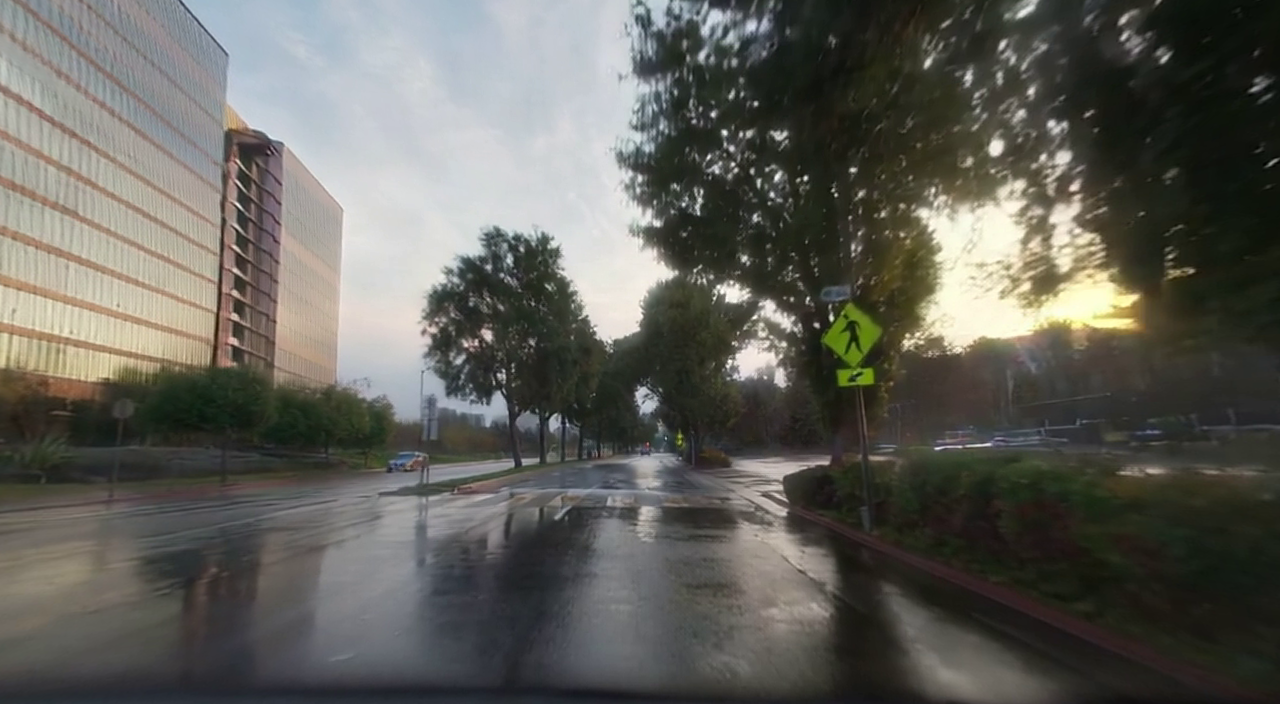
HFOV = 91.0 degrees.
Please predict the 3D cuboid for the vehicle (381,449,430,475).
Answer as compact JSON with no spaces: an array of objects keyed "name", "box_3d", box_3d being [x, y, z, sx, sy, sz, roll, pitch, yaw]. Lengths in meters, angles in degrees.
[{"name":"vehicle","box_3d":[-16.682,7.800,44.947,1.807,1.570,4.557,-3,-8,-1]}]
